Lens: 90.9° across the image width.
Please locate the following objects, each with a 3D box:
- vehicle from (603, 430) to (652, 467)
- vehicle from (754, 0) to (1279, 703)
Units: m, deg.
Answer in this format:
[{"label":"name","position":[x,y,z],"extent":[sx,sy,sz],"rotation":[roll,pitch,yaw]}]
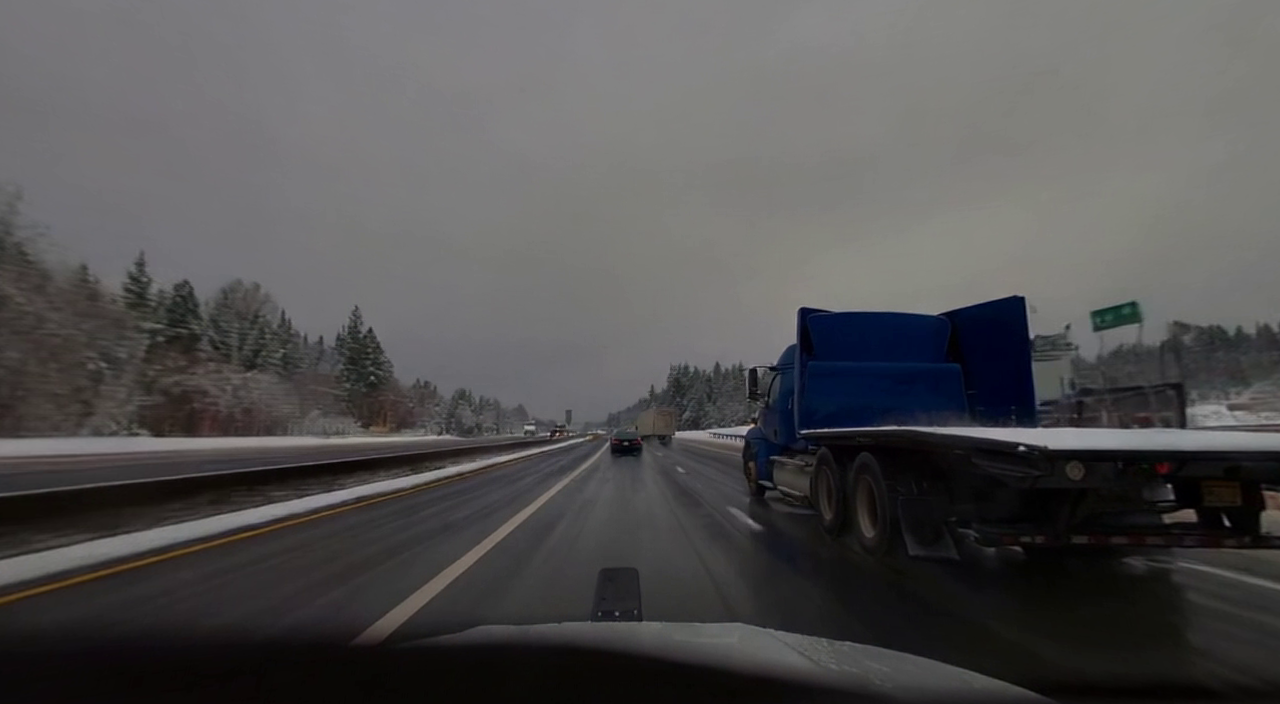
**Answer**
[{"label":"vehicle","position":[-0.534,4.088,26.975],"extent":[1.929,1.469,3.677],"rotation":[0,-8,-1]},{"label":"vehicle","position":[3.541,0.171,5.091],"extent":[2.919,3.634,10.888],"rotation":[0,-8,-1]}]
